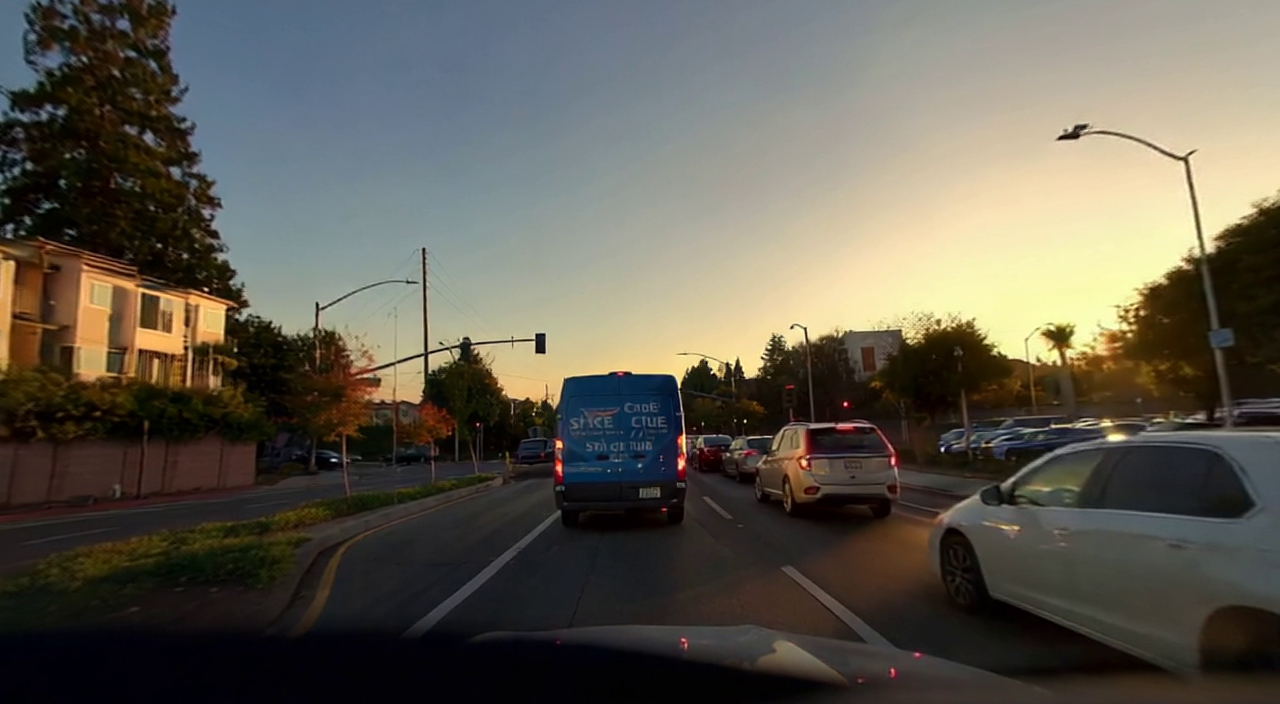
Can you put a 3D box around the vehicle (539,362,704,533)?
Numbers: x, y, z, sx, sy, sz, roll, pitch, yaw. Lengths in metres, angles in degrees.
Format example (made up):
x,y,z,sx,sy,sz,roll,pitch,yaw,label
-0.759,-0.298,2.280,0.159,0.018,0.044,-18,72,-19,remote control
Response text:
x,y,z,sx,sy,sz,roll,pitch,yaw,label
-0.178,1.757,11.833,2.422,2.488,4.992,0,-8,2,vehicle

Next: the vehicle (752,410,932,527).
x,y,z,sx,sy,sz,roll,pitch,yaw,label
3.468,2.091,11.831,1.965,1.771,4.295,0,-8,0,vehicle

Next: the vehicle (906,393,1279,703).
x,y,z,sx,sy,sz,roll,pitch,yaw,label
3.455,1.074,3.568,1.951,1.483,4.582,0,-8,1,vehicle
